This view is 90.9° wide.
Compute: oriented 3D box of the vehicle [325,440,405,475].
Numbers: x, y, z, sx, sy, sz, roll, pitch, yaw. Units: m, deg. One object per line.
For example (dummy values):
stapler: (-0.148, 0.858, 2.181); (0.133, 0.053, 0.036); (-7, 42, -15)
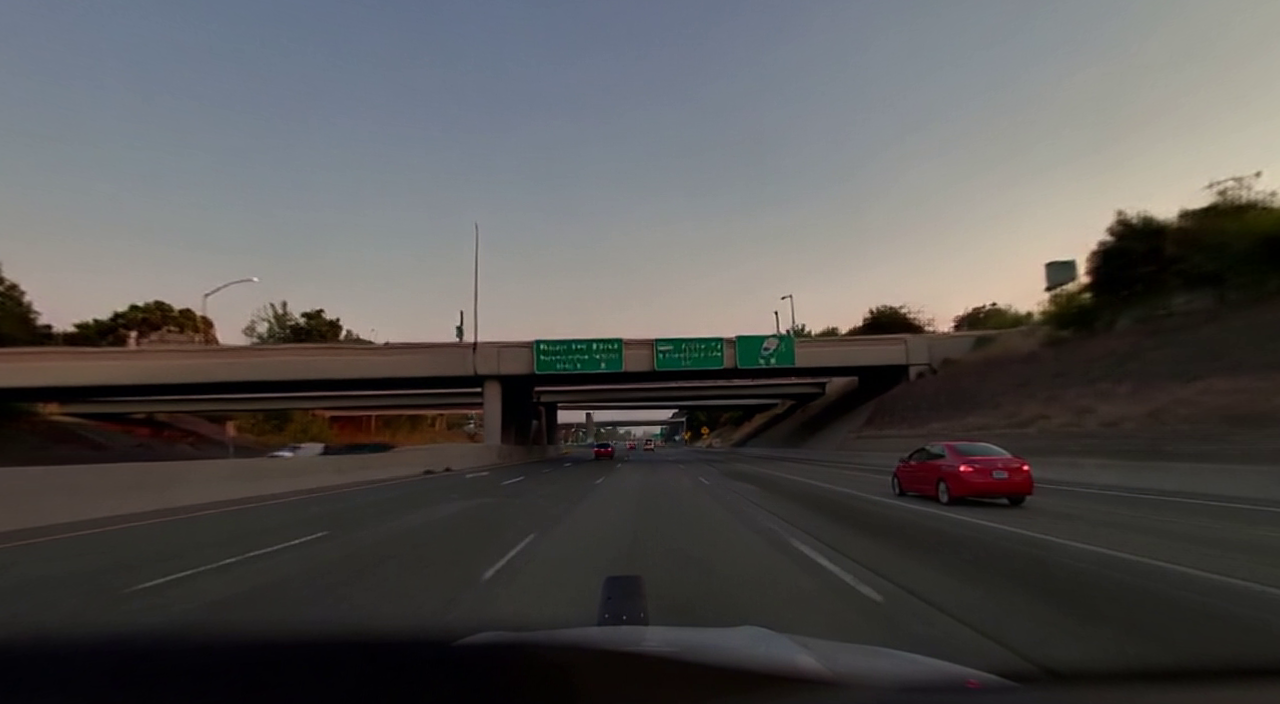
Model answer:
vehicle: (-13.021, 5.013, 30.158); (1.858, 1.535, 4.320); (0, -8, 0)

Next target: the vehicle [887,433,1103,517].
vehicle: (7.193, 2.525, 13.493); (1.914, 1.465, 4.574); (0, -8, 0)
